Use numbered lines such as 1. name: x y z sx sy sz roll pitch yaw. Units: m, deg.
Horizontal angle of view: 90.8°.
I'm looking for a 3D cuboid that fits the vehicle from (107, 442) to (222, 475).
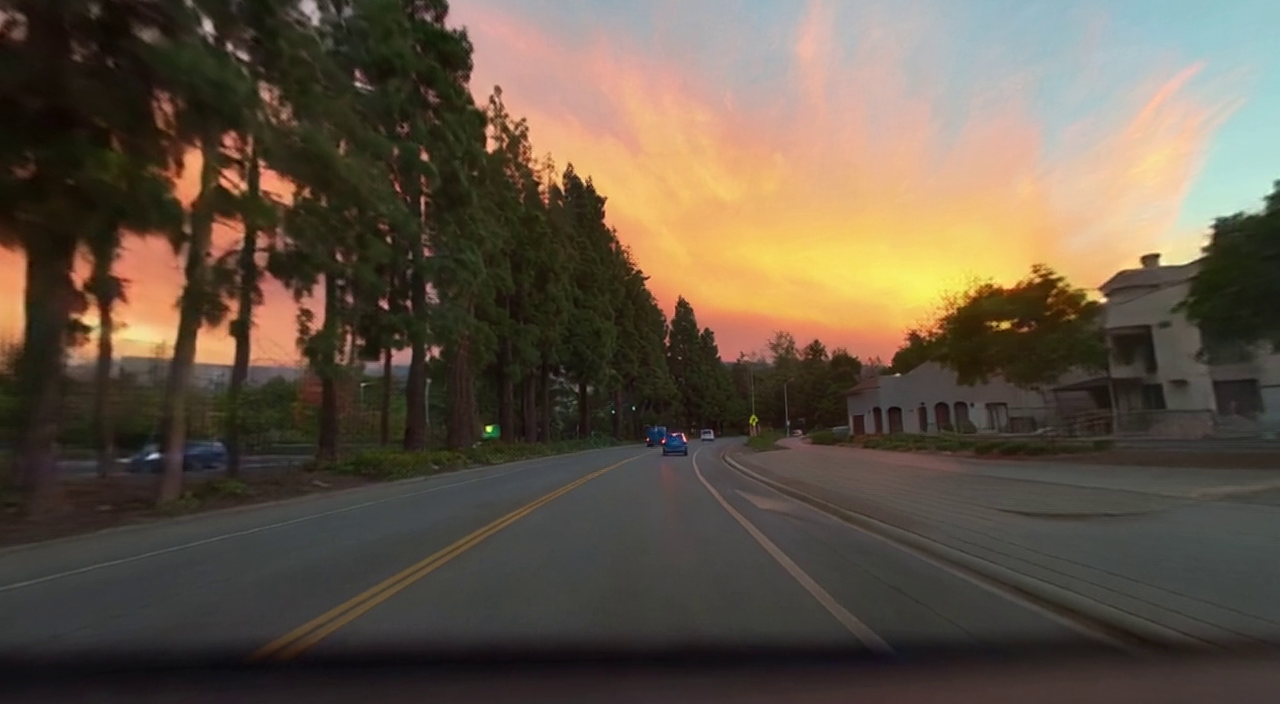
1. vehicle: -23.138 5.172 31.010 1.821 1.451 4.669 -1 -8 4
